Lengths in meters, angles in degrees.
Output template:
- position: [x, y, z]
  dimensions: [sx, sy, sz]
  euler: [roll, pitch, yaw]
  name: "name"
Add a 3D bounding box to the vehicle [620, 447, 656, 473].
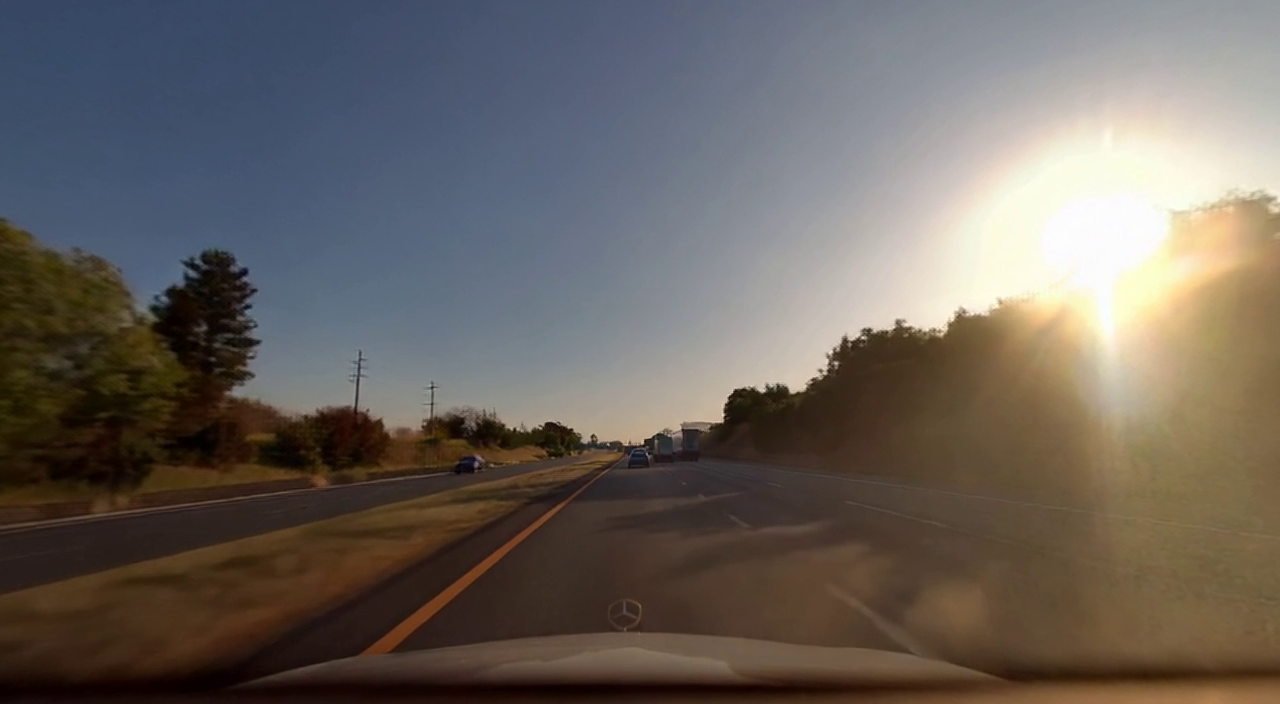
- position: [-0.159, 6.657, 38.734]
  dimensions: [2.083, 1.473, 3.923]
  euler: [0, -9, -1]
  name: "vehicle"
